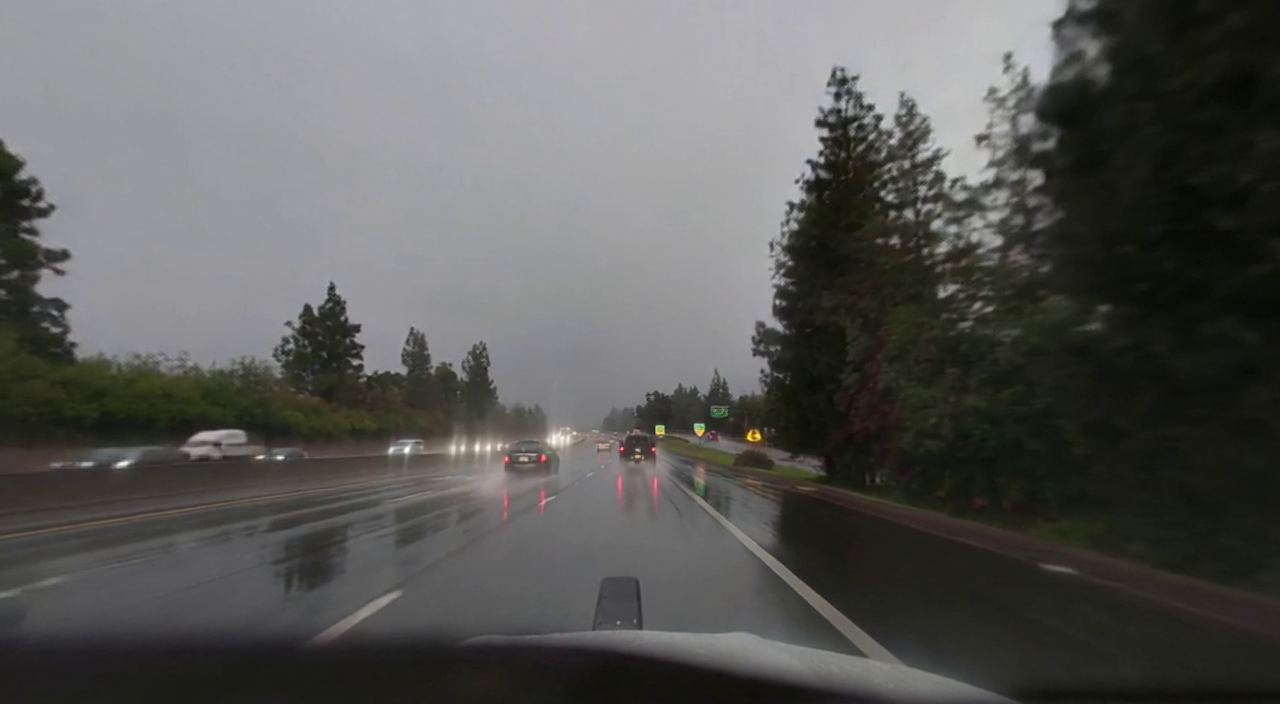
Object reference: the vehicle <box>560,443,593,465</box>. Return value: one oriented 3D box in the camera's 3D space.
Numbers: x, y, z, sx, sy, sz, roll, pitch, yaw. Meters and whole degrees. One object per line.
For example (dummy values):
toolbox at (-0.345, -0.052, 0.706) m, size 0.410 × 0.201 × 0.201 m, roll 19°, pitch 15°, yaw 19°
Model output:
vehicle at (-4.715, 7.659, 47.567) m, size 2.084 × 1.528 × 4.094 m, roll 0°, pitch -8°, yaw 0°

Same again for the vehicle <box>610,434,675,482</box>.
vehicle at (0.053, 4.260, 25.689) m, size 2.378 × 1.750 × 4.355 m, roll 0°, pitch -8°, yaw -1°

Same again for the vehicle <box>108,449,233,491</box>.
vehicle at (-17.627, 4.415, 23.980) m, size 1.825 × 1.411 × 3.761 m, roll 0°, pitch -8°, yaw 0°

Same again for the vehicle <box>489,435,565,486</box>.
vehicle at (-4.109, 4.033, 23.737) m, size 2.044 × 1.717 × 4.421 m, roll 0°, pitch -8°, yaw 0°

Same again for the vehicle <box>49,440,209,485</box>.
vehicle at (-21.606, 4.679, 27.171) m, size 2.141 × 1.690 × 5.651 m, roll 0°, pitch -8°, yaw 0°

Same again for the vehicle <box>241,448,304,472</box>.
vehicle at (-24.658, 7.243, 42.572) m, size 1.784 × 1.522 × 4.042 m, roll 0°, pitch -8°, yaw 0°
